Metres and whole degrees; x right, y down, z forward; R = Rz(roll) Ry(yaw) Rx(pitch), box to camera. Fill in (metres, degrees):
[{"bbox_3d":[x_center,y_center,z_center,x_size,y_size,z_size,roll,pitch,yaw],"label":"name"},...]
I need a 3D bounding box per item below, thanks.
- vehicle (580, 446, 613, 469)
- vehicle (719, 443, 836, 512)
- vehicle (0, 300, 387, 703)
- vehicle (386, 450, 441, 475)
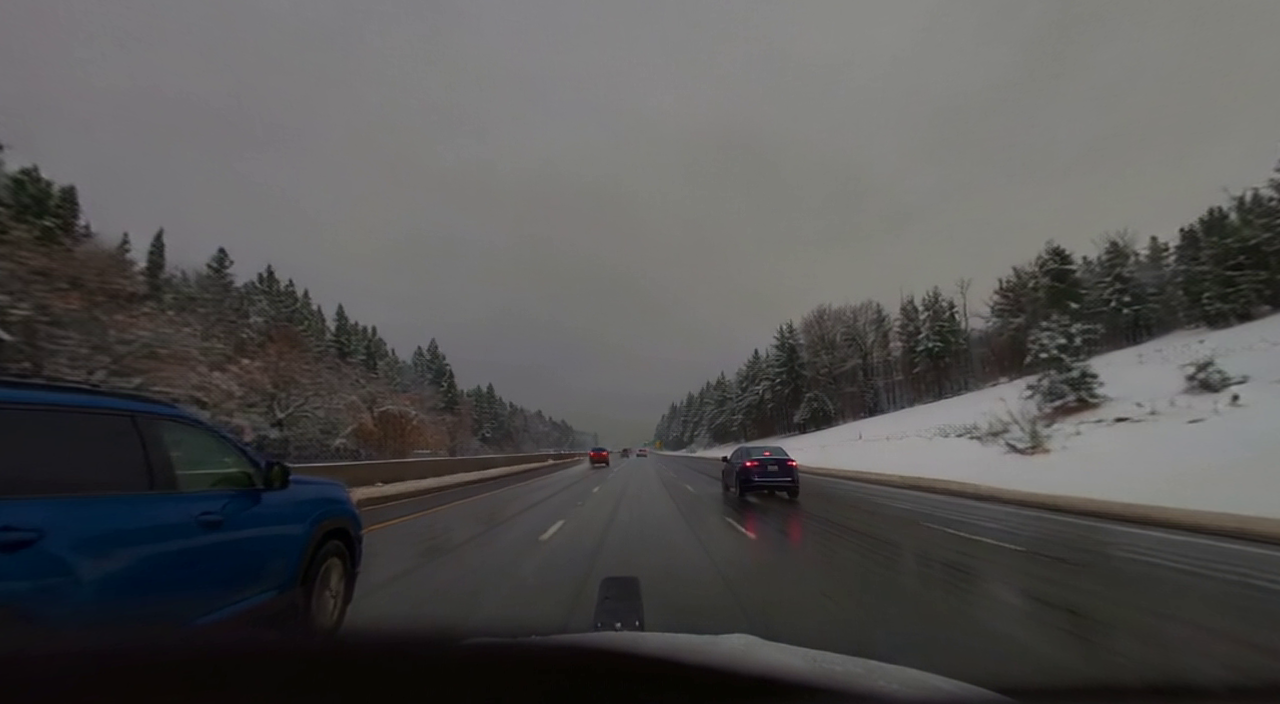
[{"bbox_3d":[-3.129,7.688,46.165,2.030,1.563,4.389,0,-9,0],"label":"vehicle"},{"bbox_3d":[3.267,3.061,15.906,1.979,1.486,4.125,0,-9,-1],"label":"vehicle"},{"bbox_3d":[-3.153,0.835,2.851,2.137,1.756,4.453,0,-9,0],"label":"vehicle"},{"bbox_3d":[-14.884,7.291,41.646,1.849,1.513,4.565,0,-9,1],"label":"vehicle"}]
